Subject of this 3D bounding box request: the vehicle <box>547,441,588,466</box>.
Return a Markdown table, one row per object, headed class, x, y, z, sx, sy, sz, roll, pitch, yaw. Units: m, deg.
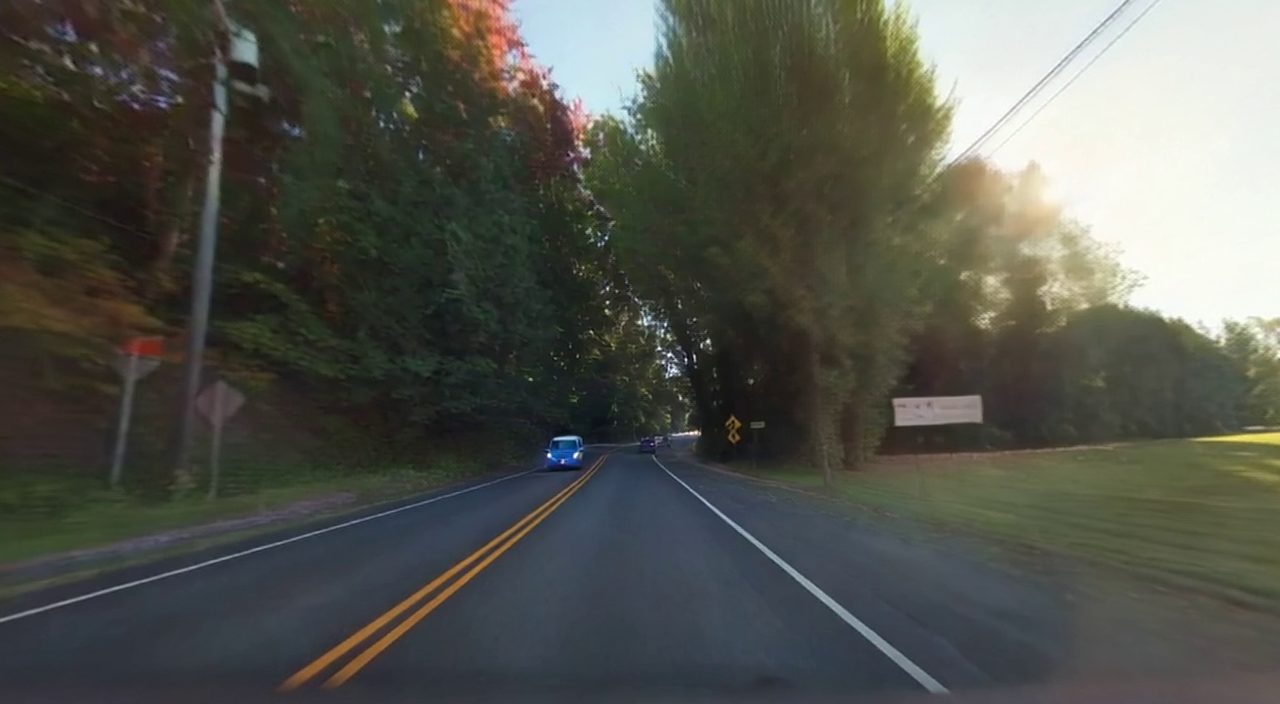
| class | x | y | z | sx | sy | sz | roll | pitch | yaw |
| --- | --- | --- | --- | --- | --- | --- | --- | --- | --- |
| vehicle | -4.471 | 6.343 | 39.588 | 2.083 | 1.476 | 4.513 | 0 | -9 | 0 |
